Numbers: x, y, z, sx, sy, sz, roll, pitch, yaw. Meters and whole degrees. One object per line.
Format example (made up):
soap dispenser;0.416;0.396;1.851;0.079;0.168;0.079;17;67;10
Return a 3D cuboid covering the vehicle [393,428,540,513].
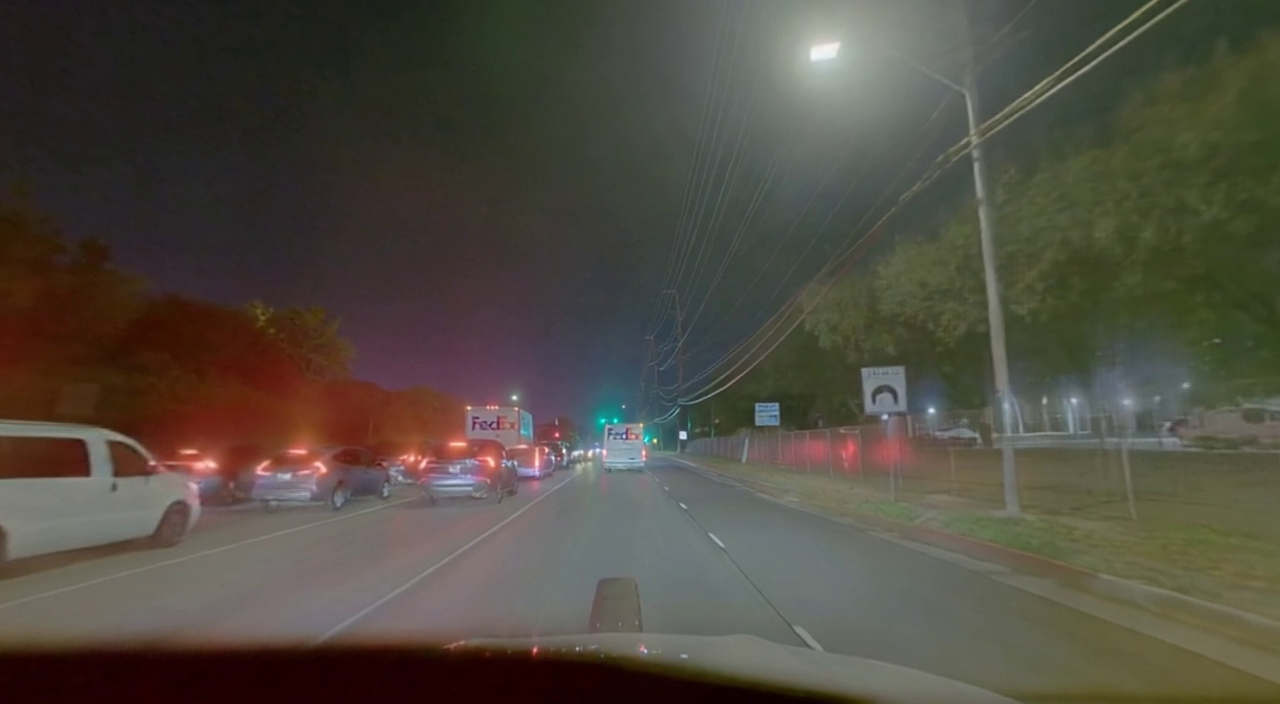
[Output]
vehicle;-3.815;2.706;14.939;2.057;1.673;4.934;0;-8;0

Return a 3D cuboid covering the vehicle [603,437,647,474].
vehicle;-0.752;5.138;31.485;2.055;1.671;4.147;0;-8;-2

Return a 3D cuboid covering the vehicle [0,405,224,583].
vehicle;-7.334;1.538;7.180;2.023;1.736;4.579;0;-8;0

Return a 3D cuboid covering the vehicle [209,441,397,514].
vehicle;-8.001;2.971;15.657;1.909;1.473;5.050;0;-8;0
